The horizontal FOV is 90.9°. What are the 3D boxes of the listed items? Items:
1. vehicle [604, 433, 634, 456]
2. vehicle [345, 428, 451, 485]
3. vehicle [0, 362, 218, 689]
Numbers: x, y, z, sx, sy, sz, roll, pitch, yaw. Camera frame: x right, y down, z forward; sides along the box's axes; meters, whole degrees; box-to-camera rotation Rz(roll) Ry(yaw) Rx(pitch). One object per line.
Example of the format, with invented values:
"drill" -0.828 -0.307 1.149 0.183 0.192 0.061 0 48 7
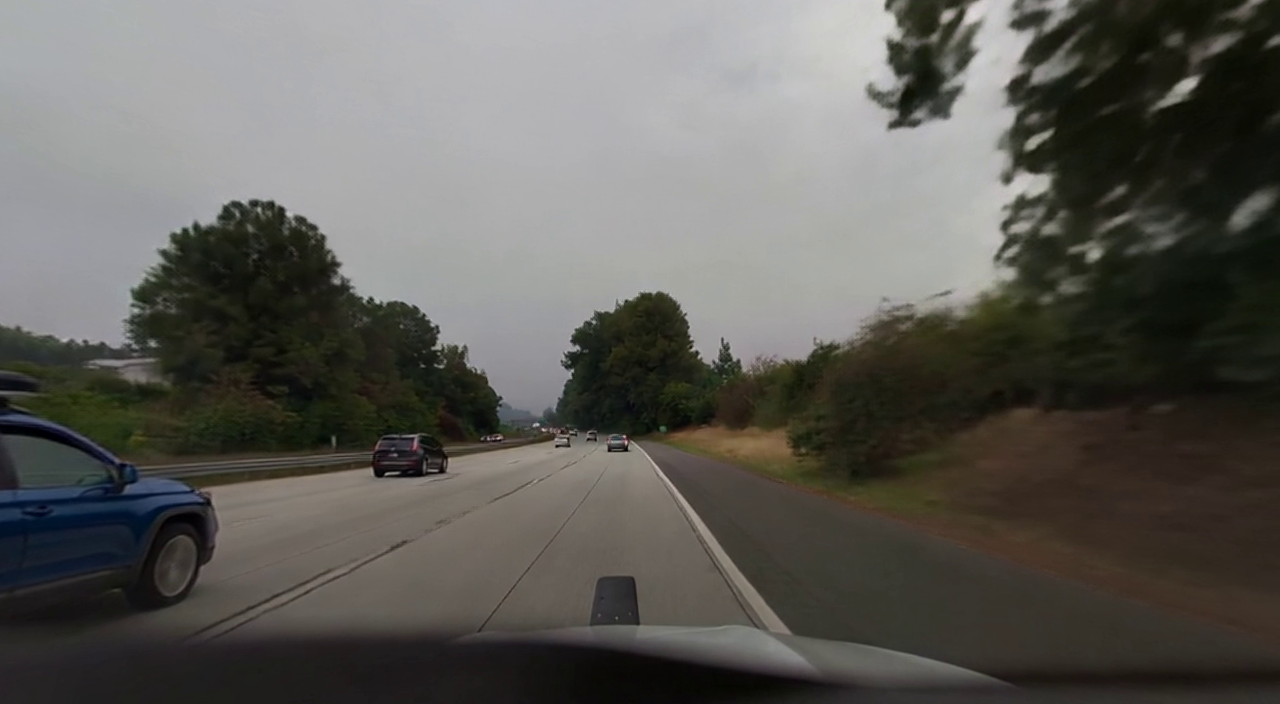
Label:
"vehicle" -1.556 6.873 47.151 2.178 1.658 3.916 0 -7 -1
"vehicle" -8.168 3.522 21.776 1.964 1.745 4.338 0 -7 0
"vehicle" -4.475 0.854 2.768 2.069 1.748 4.652 0 -7 -1
